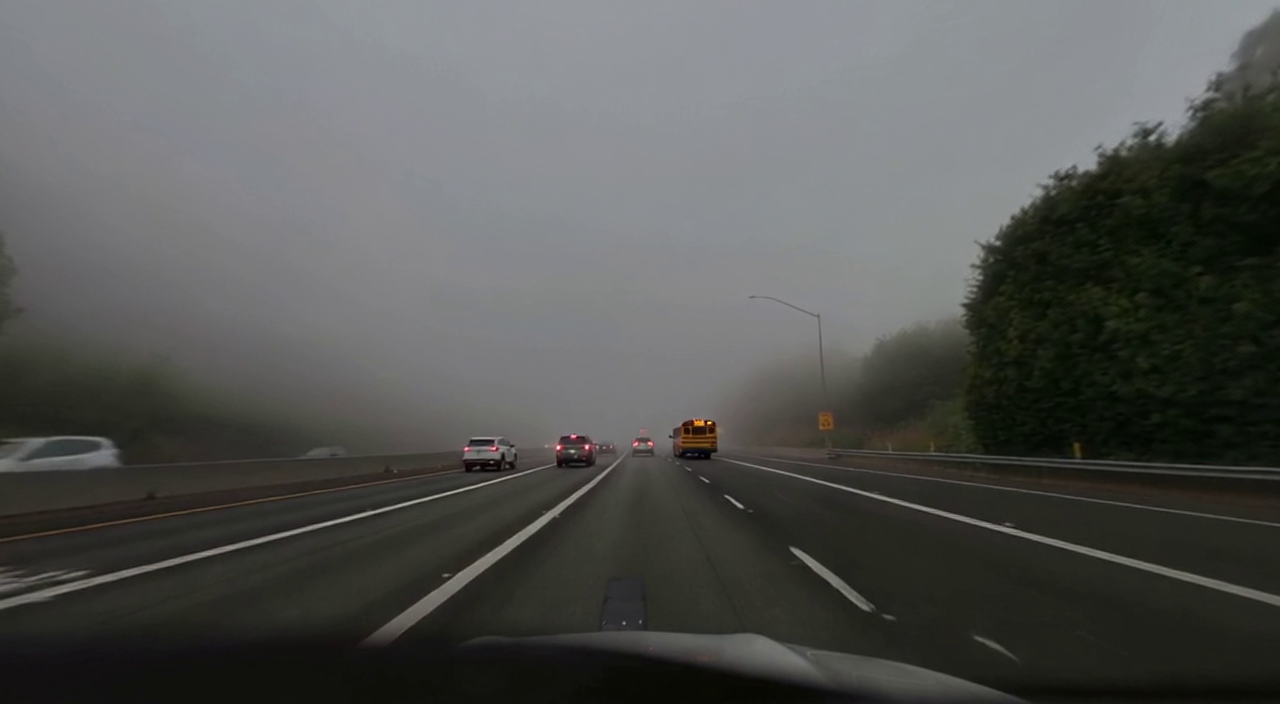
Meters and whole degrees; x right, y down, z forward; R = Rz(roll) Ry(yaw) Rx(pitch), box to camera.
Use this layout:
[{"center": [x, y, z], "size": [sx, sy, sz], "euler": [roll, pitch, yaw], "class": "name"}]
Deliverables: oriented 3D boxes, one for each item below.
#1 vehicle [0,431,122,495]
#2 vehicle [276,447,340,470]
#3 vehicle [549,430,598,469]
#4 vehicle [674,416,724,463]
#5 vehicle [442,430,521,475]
[{"center": [-18.890, 3.256, 18.676], "size": [2.484, 1.728, 5.420], "euler": [0, -8, -1], "class": "vehicle"}, {"center": [-22.437, 7.182, 42.791], "size": [1.812, 1.478, 4.667], "euler": [0, -8, 0], "class": "vehicle"}, {"center": [-3.396, 5.099, 33.037], "size": [2.016, 1.898, 4.458], "euler": [0, -8, 1], "class": "vehicle"}, {"center": [3.758, 5.835, 41.779], "size": [2.573, 2.828, 6.754], "euler": [0, -8, 0], "class": "vehicle"}, {"center": [-7.126, 4.590, 28.966], "size": [2.217, 1.870, 5.075], "euler": [0, -8, 1], "class": "vehicle"}]
